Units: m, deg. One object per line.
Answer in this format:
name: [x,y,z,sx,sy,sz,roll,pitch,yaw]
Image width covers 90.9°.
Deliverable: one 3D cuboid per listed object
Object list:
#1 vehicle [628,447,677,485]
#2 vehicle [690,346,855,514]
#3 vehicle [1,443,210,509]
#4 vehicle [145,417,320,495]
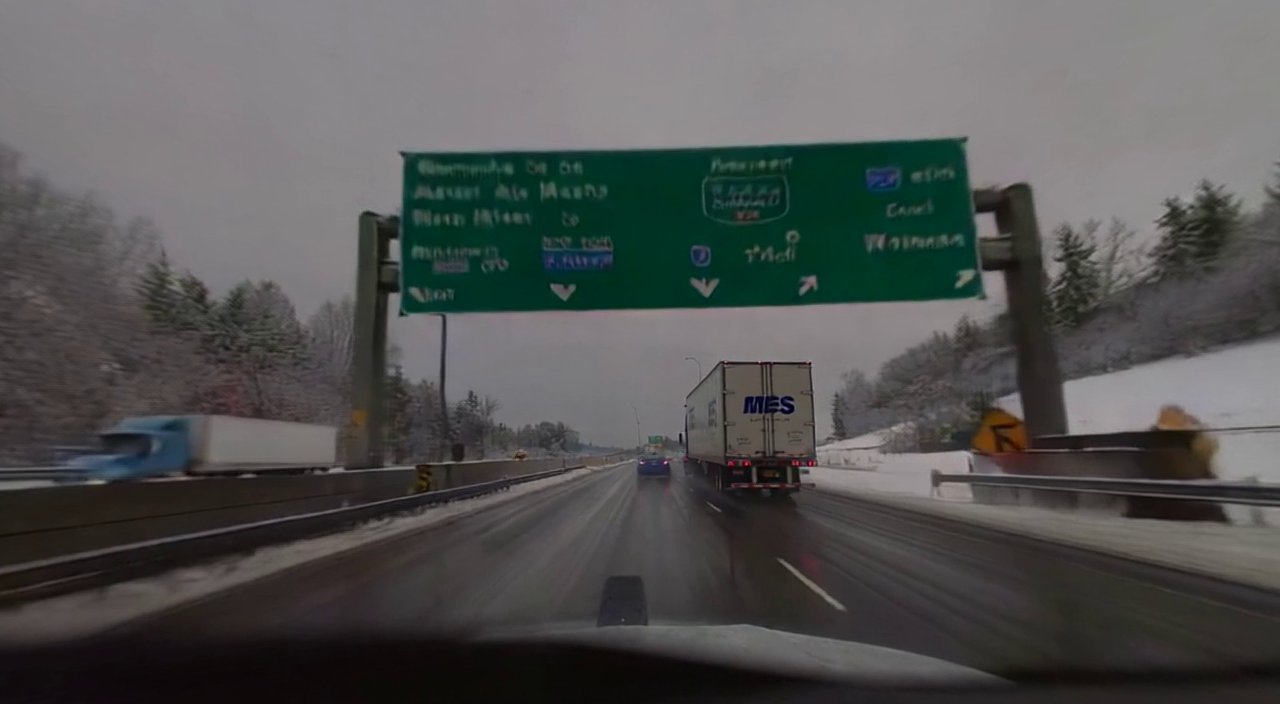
vehicle: [0.562,5.312,29.696,2.121,1.642,3.828,0,-9,1]
vehicle: [3.776,2.957,22.550,3.002,4.104,14.174,0,-9,1]
vehicle: [-17.210,3.983,20.755,2.827,1.881,4.544,0,-9,0]
vehicle: [-17.247,4.491,27.446,2.732,2.908,7.110,0,-9,1]
